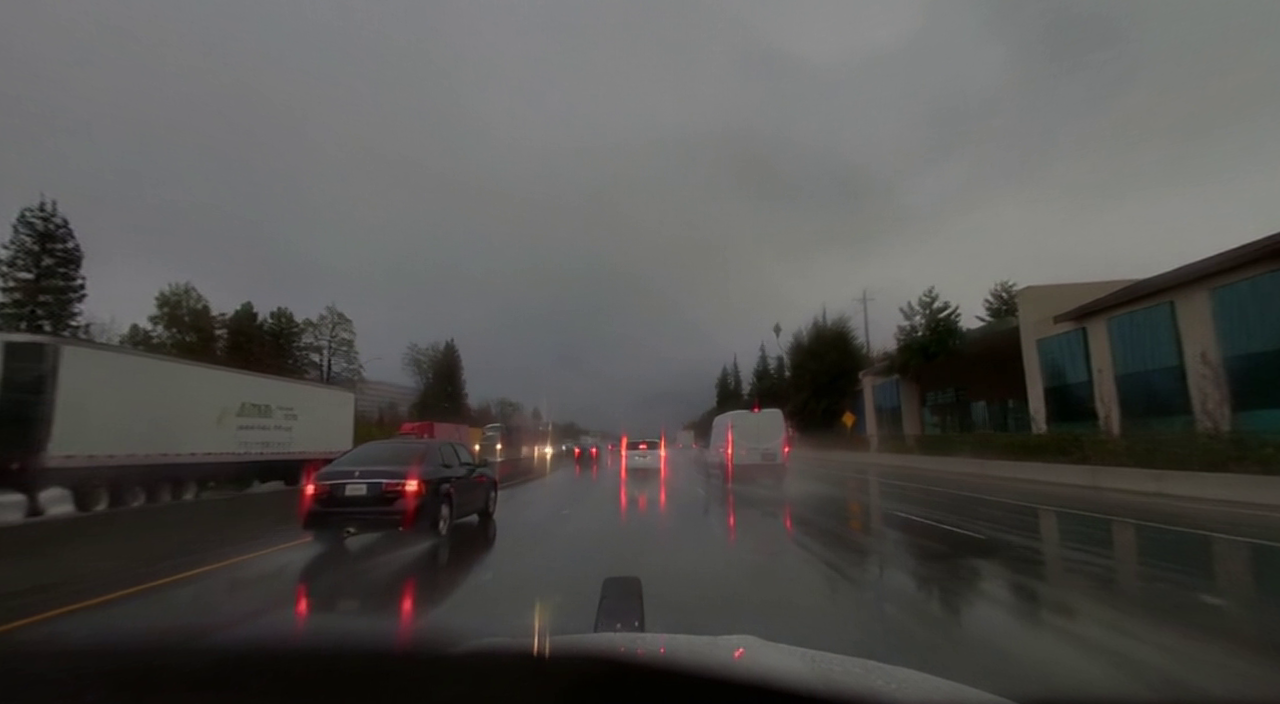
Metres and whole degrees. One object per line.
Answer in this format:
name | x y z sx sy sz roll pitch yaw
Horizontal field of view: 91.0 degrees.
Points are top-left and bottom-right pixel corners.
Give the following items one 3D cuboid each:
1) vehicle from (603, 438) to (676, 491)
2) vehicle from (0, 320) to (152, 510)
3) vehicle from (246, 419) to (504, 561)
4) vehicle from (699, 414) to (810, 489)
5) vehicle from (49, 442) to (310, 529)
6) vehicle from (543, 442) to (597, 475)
vehicle | -0.034 3.464 19.742 2.053 1.461 3.941 0 -9 0
vehicle | -15.269 1.297 13.084 3.043 4.038 8.794 0 -9 0
vehicle | -3.497 1.900 9.382 1.956 1.602 4.258 0 -9 0
vehicle | 3.499 3.232 20.611 2.460 2.086 5.576 0 -9 -1
vehicle | -9.022 2.604 12.996 1.937 1.450 4.569 0 -9 0
vehicle | -3.299 5.094 30.402 2.062 1.459 4.365 0 -9 1
